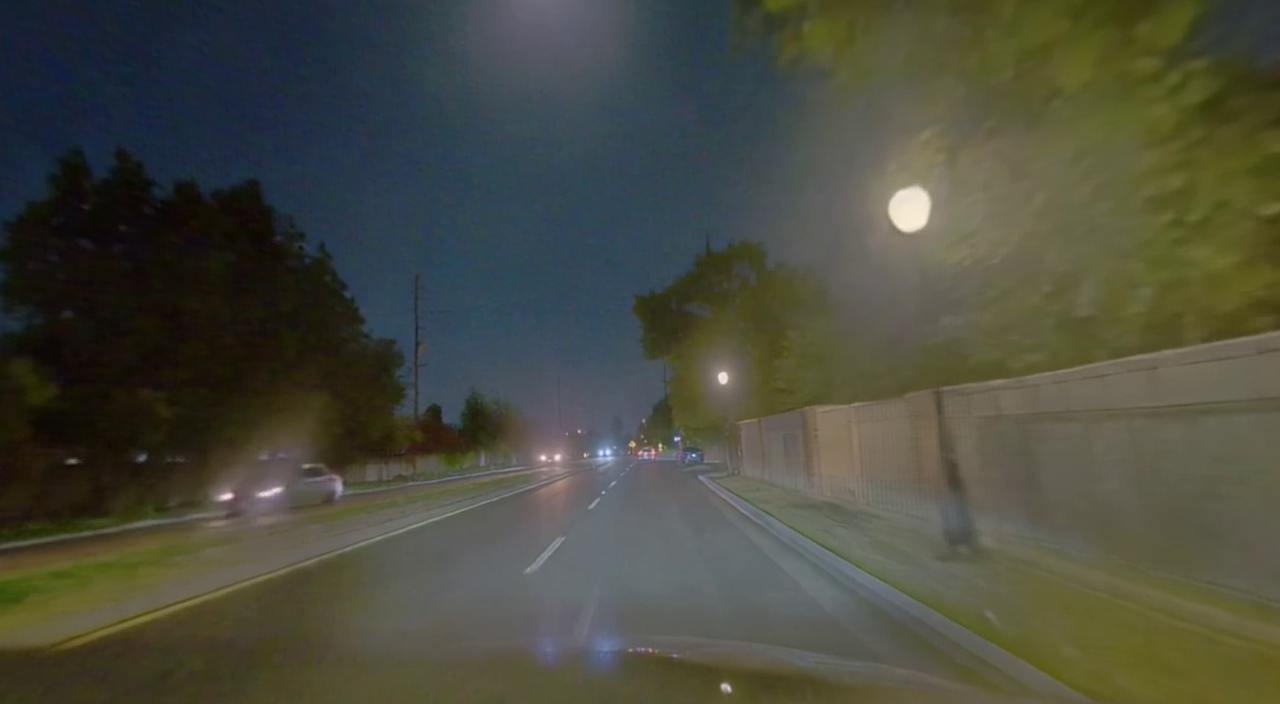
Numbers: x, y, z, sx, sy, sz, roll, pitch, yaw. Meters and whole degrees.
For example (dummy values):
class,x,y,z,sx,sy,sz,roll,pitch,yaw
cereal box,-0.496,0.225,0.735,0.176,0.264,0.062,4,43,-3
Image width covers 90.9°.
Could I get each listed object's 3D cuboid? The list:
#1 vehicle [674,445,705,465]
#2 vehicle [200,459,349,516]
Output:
class,x,y,z,sx,sy,sz,roll,pitch,yaw
vehicle,3.817,7.959,48.908,2.011,1.507,4.769,0,-9,0
vehicle,-11.628,4.306,20.518,1.947,1.513,4.710,0,-9,1
